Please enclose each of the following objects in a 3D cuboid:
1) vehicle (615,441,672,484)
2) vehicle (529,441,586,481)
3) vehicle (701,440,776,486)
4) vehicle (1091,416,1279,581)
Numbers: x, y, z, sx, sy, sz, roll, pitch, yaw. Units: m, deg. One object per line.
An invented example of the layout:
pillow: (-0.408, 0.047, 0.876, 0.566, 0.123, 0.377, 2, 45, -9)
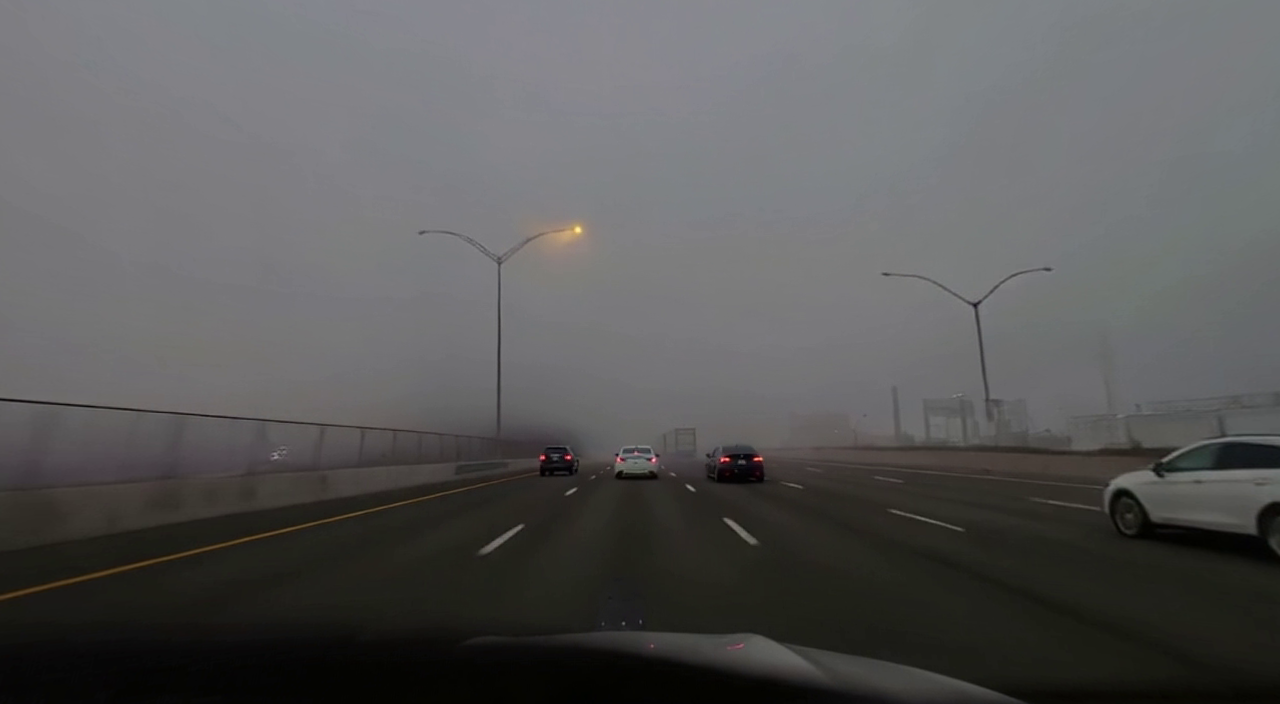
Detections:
vehicle: (0.129, 4.362, 25.307, 2.067, 1.555, 4.851, 0, -8, 0)
vehicle: (-3.690, 4.914, 28.890, 2.036, 1.669, 4.112, 0, -8, 1)
vehicle: (3.402, 3.931, 22.679, 1.942, 1.453, 4.329, 0, -8, -1)
vehicle: (6.896, 1.419, 6.279, 1.860, 1.520, 3.961, 0, -8, 0)
